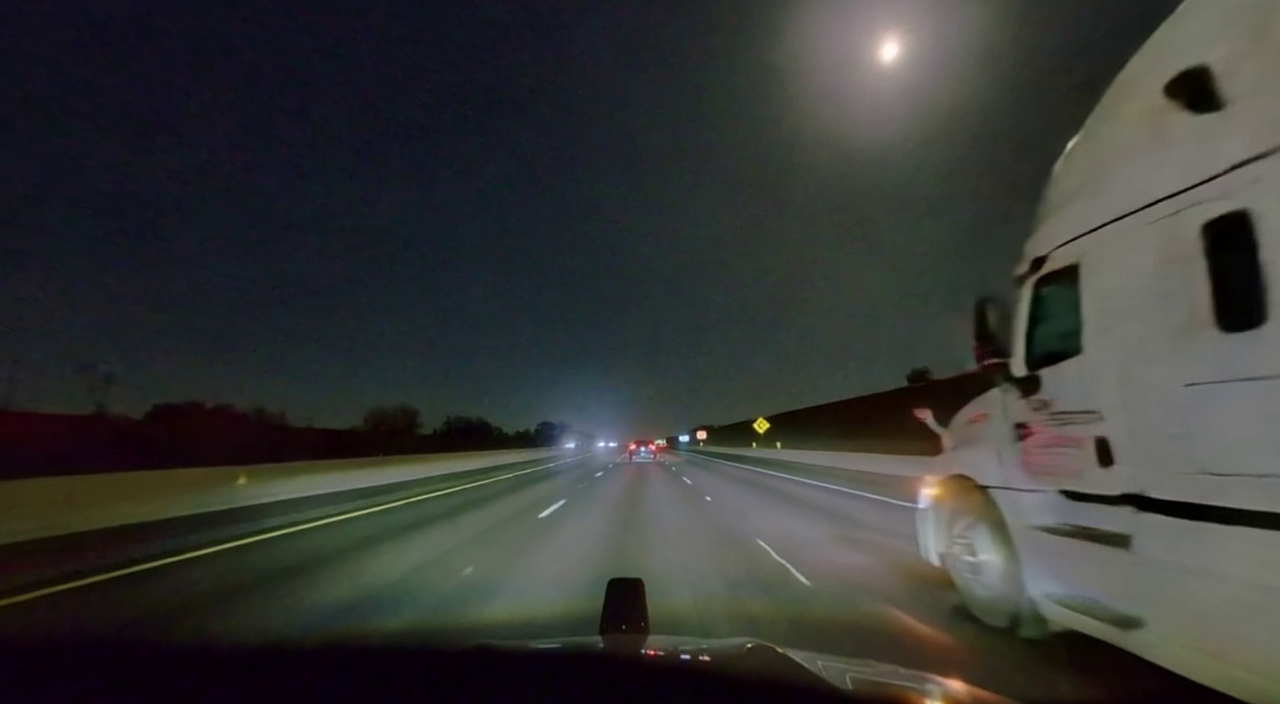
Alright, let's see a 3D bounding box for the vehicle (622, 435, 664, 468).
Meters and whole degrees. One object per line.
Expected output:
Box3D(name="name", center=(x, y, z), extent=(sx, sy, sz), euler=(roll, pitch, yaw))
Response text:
Box3D(name="vehicle", center=(0.158, 5.262, 33.369), extent=(2.111, 1.635, 4.177), euler=(0, -8, 0))
